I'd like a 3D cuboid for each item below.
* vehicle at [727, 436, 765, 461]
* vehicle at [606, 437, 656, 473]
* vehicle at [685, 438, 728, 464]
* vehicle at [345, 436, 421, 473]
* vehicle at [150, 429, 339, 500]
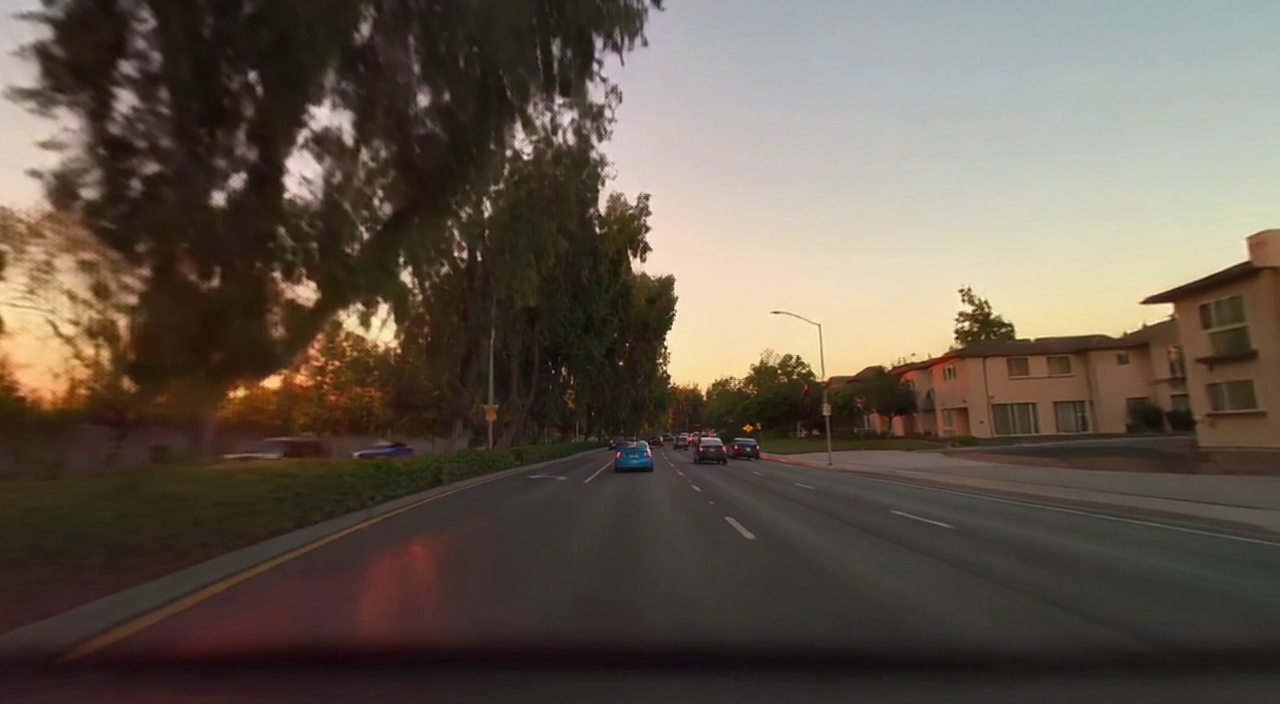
[{"bbox_3d":[7.615,6.970,45.651,1.972,1.700,4.269,0,-8,0],"label":"vehicle"},{"bbox_3d":[-0.363,4.567,28.131,2.102,1.481,3.907,0,-8,0],"label":"vehicle"},{"bbox_3d":[3.993,6.042,38.682,2.067,1.514,4.188,0,-8,-1],"label":"vehicle"},{"bbox_3d":[-14.064,5.618,34.809,2.156,1.889,4.750,0,-8,1],"label":"vehicle"},{"bbox_3d":[-10.472,3.008,17.249,2.071,1.645,4.654,0,-8,1],"label":"vehicle"}]
